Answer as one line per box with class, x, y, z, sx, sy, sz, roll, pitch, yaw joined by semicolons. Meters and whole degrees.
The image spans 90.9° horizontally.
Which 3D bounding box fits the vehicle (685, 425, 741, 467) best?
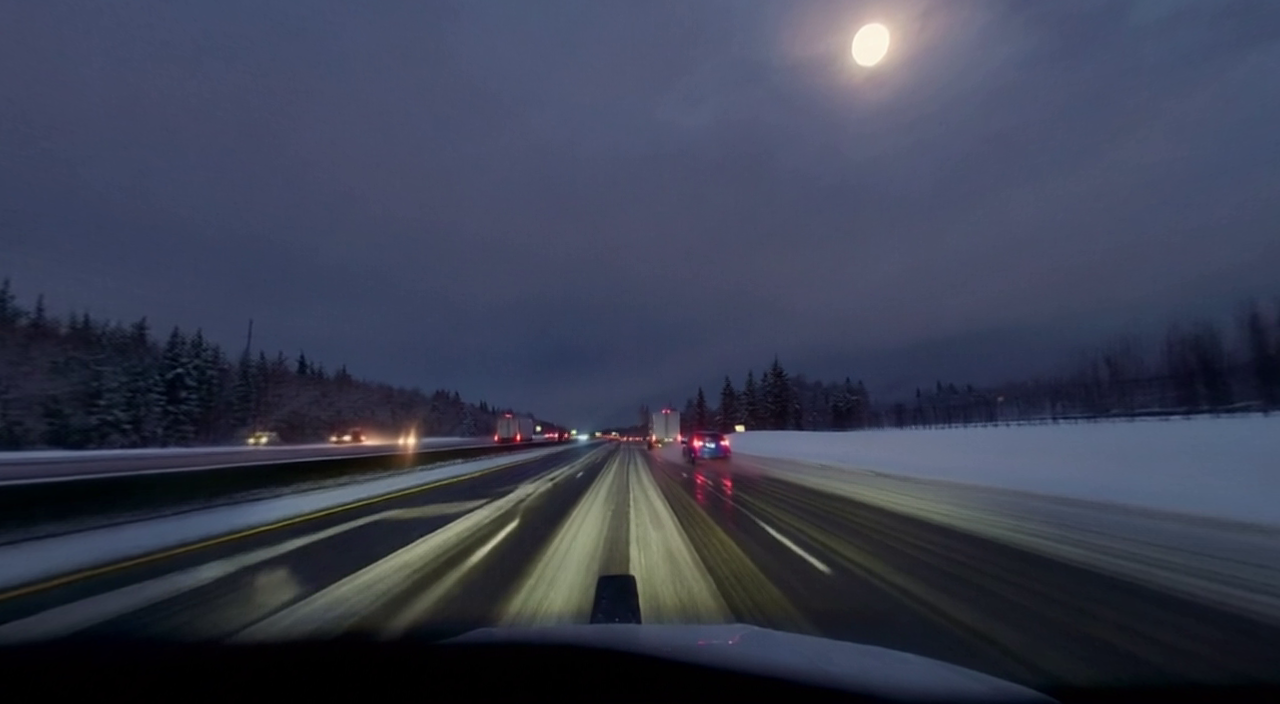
vehicle;3.530;4.621;31.150;2.076;1.914;4.287;0;-8;-2
